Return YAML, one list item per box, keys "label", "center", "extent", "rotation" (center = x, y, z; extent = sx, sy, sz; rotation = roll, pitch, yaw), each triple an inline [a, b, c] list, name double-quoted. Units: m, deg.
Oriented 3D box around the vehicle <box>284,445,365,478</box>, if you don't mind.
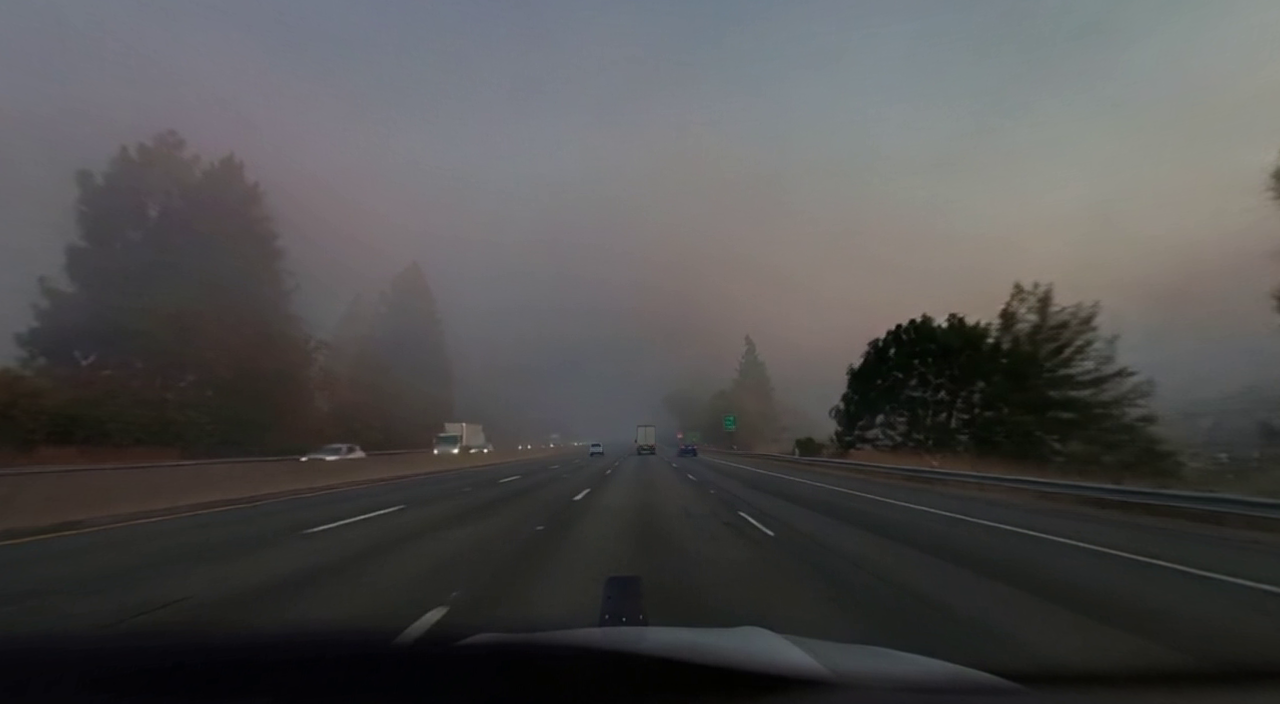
- label: "vehicle"
  center: [-15.816, 5.479, 31.793]
  extent: [1.878, 1.513, 4.210]
  rotation: [0, -8, 1]
